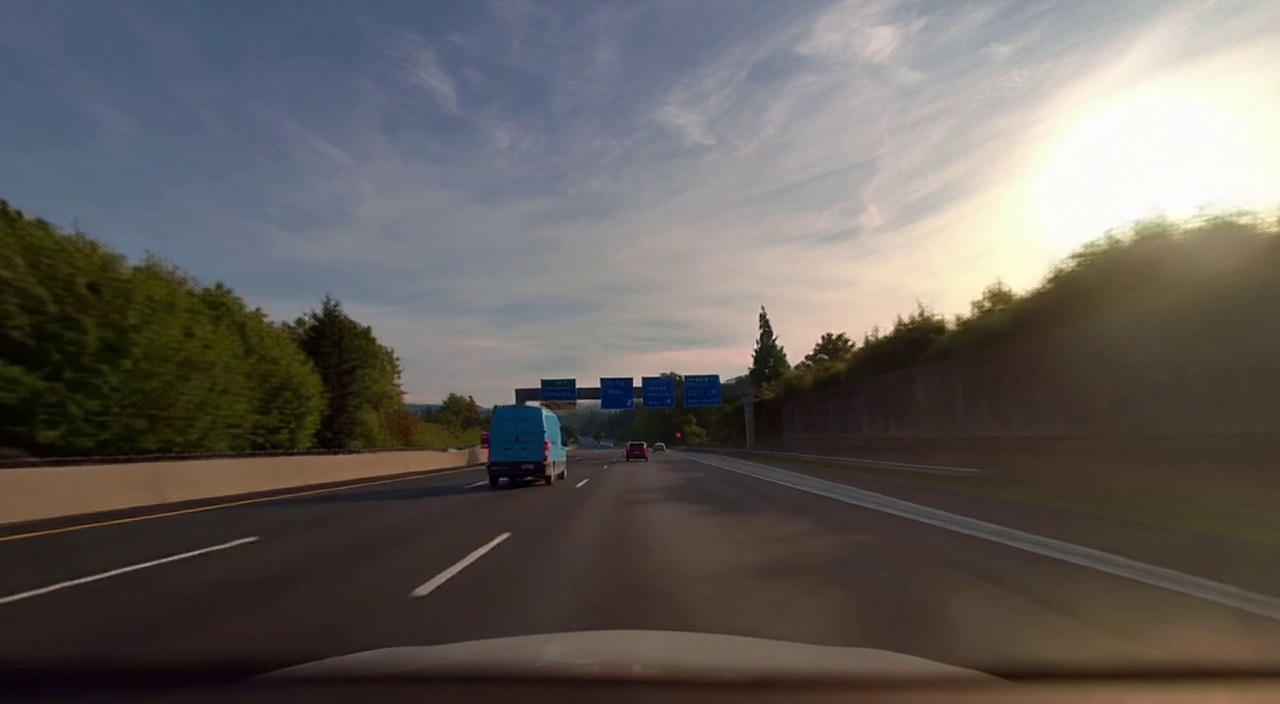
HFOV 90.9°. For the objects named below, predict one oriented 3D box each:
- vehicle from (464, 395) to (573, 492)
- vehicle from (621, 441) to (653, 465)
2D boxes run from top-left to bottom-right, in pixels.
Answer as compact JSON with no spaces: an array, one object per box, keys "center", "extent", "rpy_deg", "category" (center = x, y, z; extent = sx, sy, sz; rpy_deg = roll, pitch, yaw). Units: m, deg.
[{"center":[-3.768,3.049,20.988],"extent":[2.382,2.736,5.982],"rpy_deg":[0,-9,1],"category":"vehicle"},{"center":[-0.214,7.204,45.093],"extent":[2.183,1.662,3.968],"rpy_deg":[0,-9,0],"category":"vehicle"}]
